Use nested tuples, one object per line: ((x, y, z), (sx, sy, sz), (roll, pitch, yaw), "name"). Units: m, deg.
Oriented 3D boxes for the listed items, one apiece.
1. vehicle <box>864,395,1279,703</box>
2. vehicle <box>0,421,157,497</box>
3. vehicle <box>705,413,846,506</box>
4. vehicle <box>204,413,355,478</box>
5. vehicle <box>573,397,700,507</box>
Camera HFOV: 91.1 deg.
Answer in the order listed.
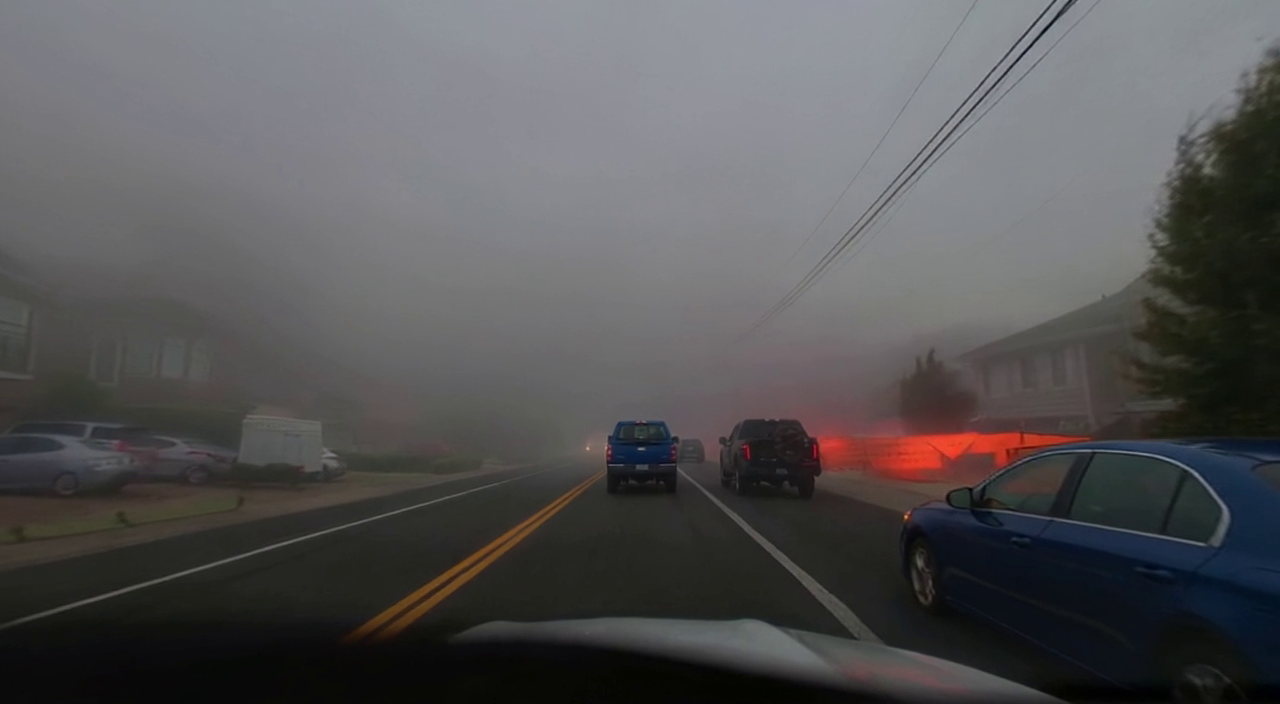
((3.039, 1.102, 3.401), (2.010, 1.499, 4.481), (0, -8, 0), "vehicle")
((-14.969, 2.756, 16.491), (2.010, 1.721, 4.499), (2, -9, -16), "vehicle")
((3.224, 2.758, 16.471), (2.486, 1.993, 5.667), (0, -8, 0), "vehicle")
((-13.388, 3.546, 23.917), (2.475, 2.157, 5.567), (0, -8, -1), "vehicle")
((-0.027, 2.668, 17.028), (2.751, 2.361, 6.347), (1, -9, 1), "vehicle")
